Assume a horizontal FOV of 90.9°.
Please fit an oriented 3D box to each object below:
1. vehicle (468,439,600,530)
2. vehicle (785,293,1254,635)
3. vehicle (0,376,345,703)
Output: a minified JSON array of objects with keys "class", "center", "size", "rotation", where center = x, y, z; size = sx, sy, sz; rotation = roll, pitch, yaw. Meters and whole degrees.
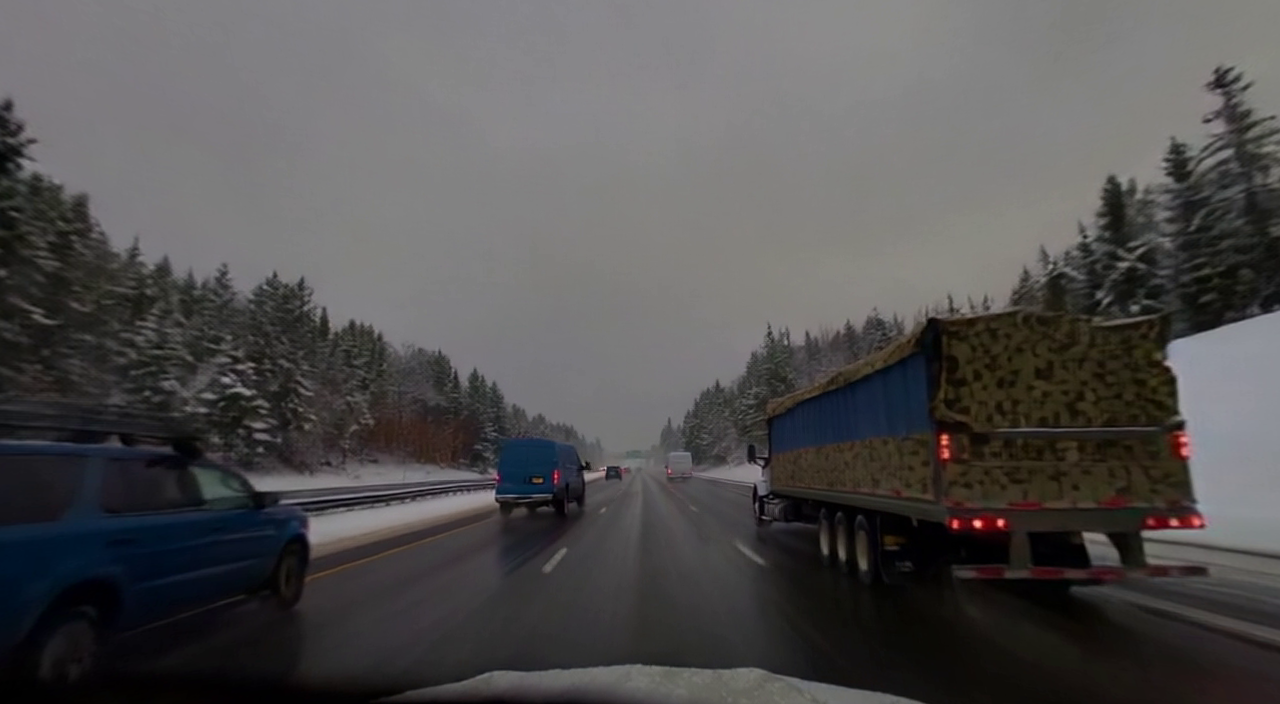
[{"class":"vehicle","center":[-2.464,3.346,16.268],"size":[2.378,1.930,5.086],"rotation":[0,-11,2]},{"class":"vehicle","center":[3.867,1.394,8.133],"size":[2.703,2.988,5.097],"rotation":[1,-11,0]},{"class":"vehicle","center":[-3.762,1.099,3.503],"size":[2.124,1.671,4.262],"rotation":[1,-11,0]}]
